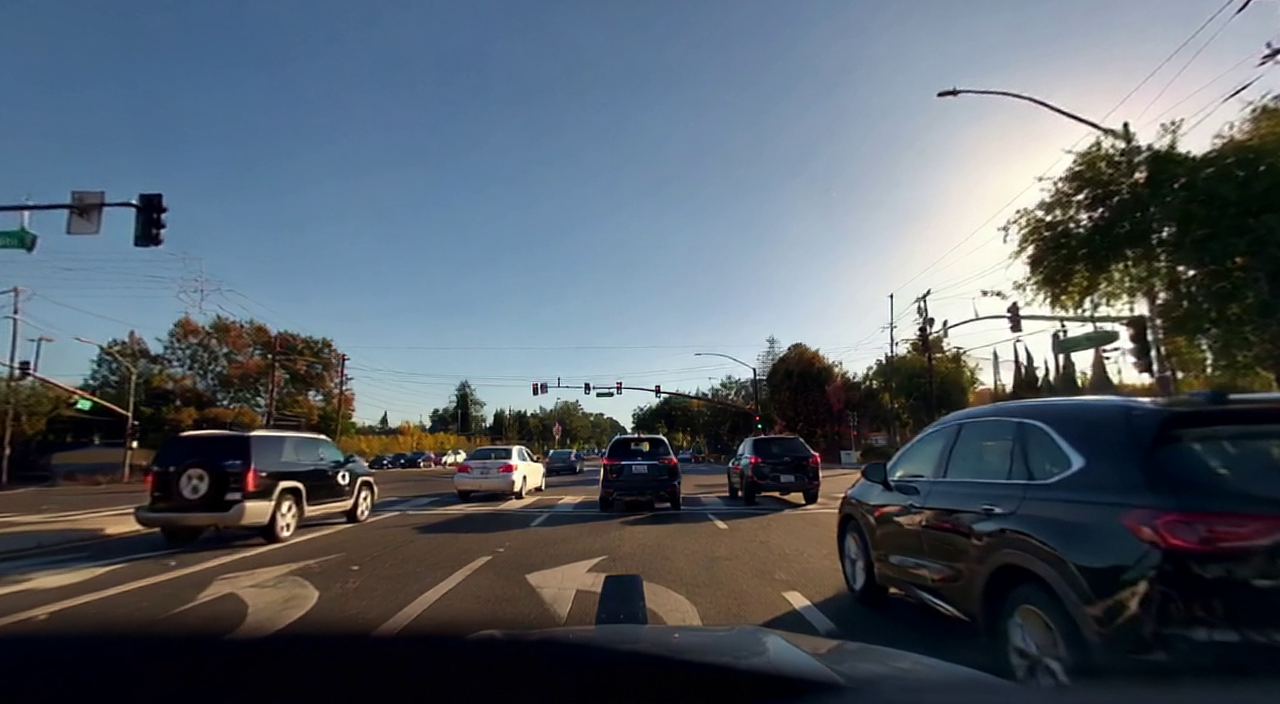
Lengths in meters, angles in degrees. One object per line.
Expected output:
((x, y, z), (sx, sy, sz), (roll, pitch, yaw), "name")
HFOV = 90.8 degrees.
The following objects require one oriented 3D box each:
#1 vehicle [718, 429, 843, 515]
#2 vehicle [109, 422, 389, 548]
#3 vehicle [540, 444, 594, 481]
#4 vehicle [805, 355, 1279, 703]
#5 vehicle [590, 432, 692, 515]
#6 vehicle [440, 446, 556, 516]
((3.267, 2.902, 15.778), (1.999, 1.789, 4.583), (0, -9, -1), "vehicle")
((-6.624, 2.285, 11.555), (2.116, 1.812, 4.609), (0, -9, 0), "vehicle")
((-3.419, 5.275, 30.379), (1.939, 1.652, 4.268), (0, -9, 1), "vehicle")
((2.782, 1.165, 4.410), (2.034, 1.655, 4.465), (0, -9, 0), "vehicle")
((0.014, 2.853, 15.246), (2.111, 1.712, 4.078), (0, -9, 0), "vehicle")
((-3.317, 3.089, 15.712), (1.881, 1.466, 4.484), (0, -9, 0), "vehicle")
